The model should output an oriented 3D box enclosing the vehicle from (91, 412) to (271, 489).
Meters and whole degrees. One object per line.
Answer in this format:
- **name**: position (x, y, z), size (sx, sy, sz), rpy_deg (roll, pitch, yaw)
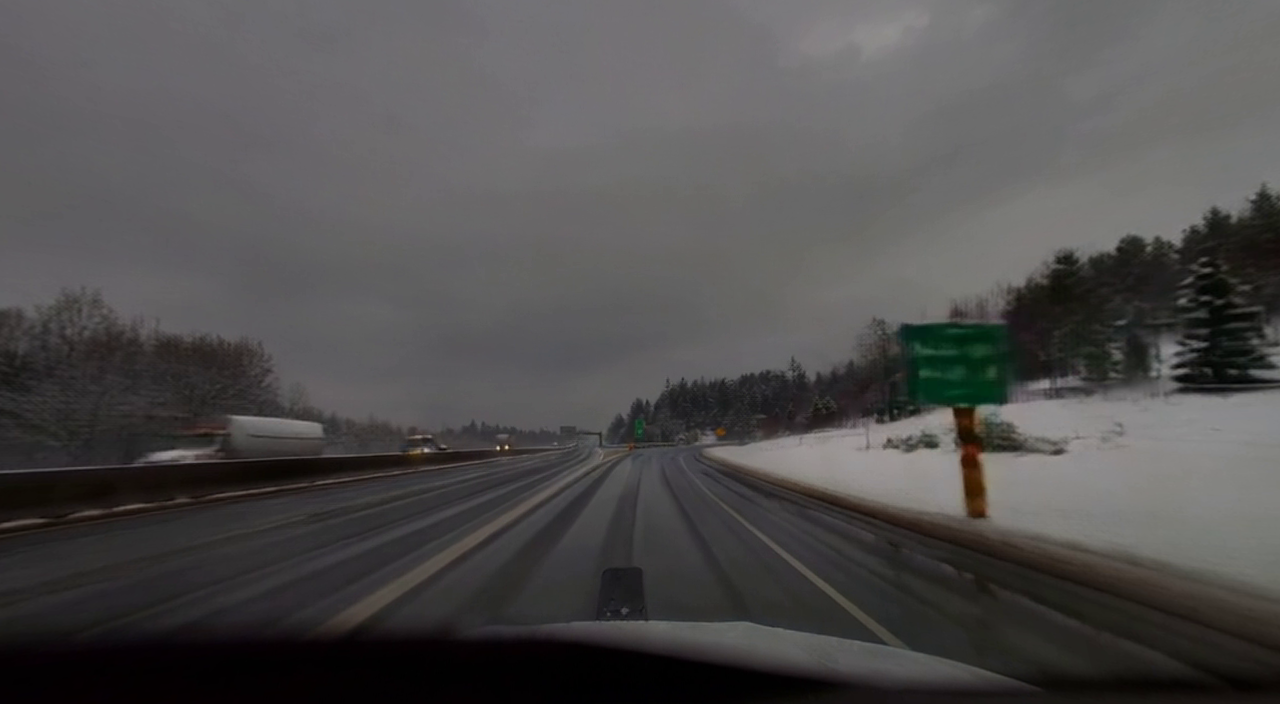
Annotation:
- **vehicle**: position (-16.690, 3.642, 23.388), size (2.414, 2.495, 5.613), rpy_deg (0, -9, 0)
